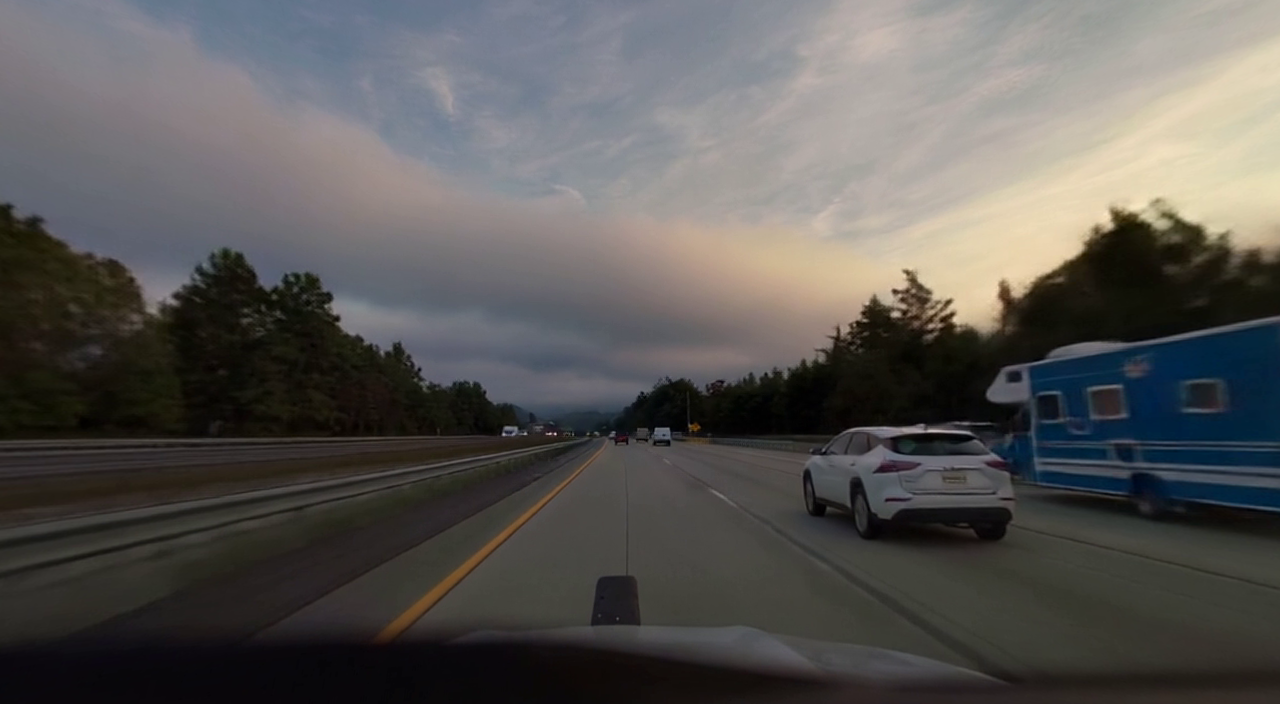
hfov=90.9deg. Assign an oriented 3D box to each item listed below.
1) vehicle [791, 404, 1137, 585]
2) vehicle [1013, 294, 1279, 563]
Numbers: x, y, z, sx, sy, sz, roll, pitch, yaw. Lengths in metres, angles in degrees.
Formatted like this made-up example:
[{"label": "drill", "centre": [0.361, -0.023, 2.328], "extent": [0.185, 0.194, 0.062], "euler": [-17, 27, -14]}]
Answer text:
[{"label": "vehicle", "centre": [3.320, 1.503, 7.513], "extent": [2.002, 1.569, 3.845], "euler": [0, -8, -1]}, {"label": "vehicle", "centre": [7.735, 0.966, 7.825], "extent": [2.594, 2.701, 5.573], "euler": [0, -8, -2]}]
